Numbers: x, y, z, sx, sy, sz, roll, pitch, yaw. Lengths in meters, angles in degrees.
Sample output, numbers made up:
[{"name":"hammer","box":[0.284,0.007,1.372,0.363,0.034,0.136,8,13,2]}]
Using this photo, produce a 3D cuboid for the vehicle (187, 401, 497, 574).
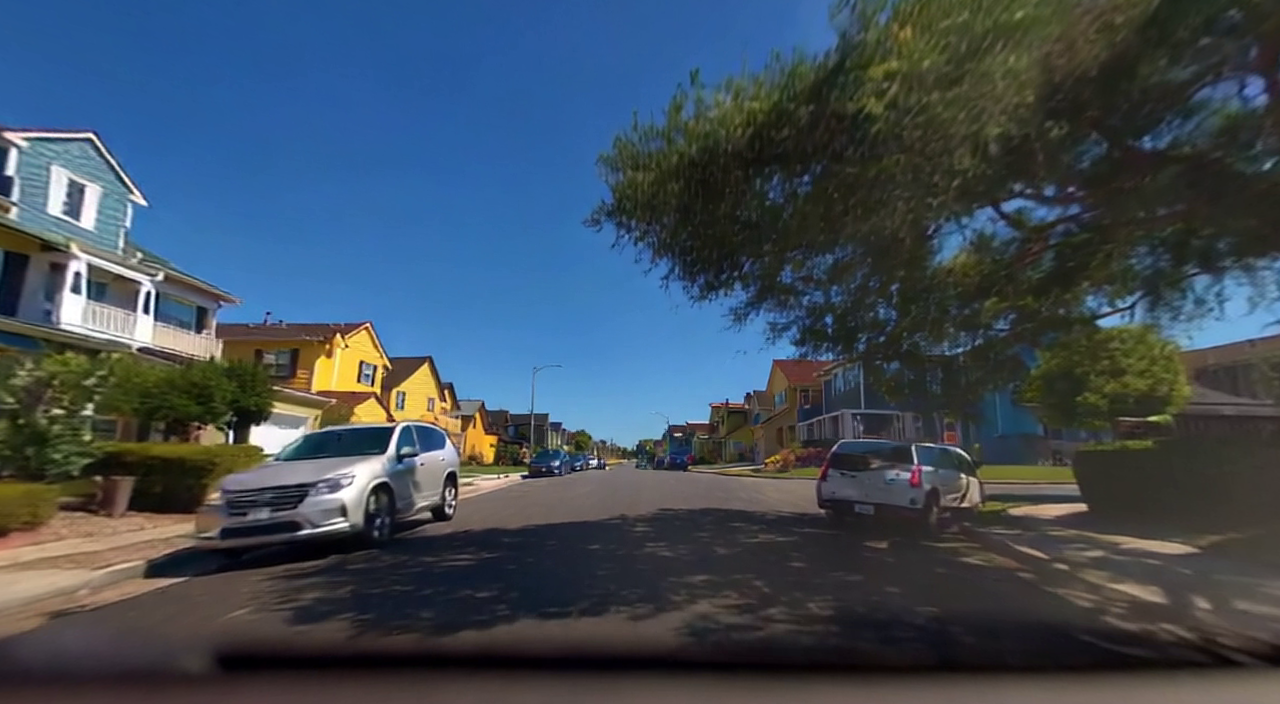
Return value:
[{"name":"vehicle","box":[-4.105,1.793,10.147,2.131,1.851,5.650,1,-4,2]}]

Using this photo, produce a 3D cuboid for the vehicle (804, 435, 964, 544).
[{"name":"vehicle","box":[4.692,2.330,11.624,2.139,1.533,4.676,-3,-9,28]}]

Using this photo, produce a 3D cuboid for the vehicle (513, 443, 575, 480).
[{"name":"vehicle","box":[-4.375,5.071,29.392,2.080,1.471,4.638,2,-9,1]}]
